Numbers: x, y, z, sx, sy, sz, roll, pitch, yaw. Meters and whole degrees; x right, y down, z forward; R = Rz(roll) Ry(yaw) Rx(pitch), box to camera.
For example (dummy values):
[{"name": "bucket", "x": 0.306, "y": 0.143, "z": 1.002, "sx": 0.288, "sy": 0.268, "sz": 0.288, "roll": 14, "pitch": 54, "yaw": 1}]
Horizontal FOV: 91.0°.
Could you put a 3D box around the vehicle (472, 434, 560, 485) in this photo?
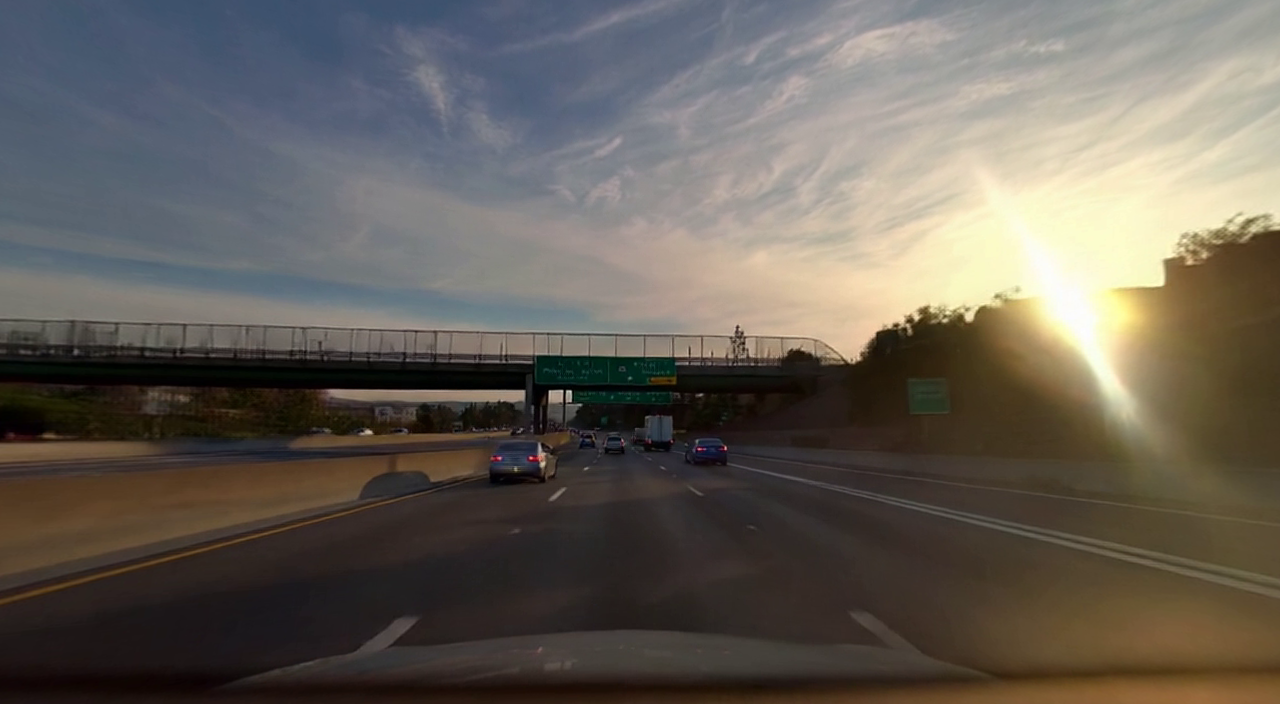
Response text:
[{"name": "vehicle", "x": -3.964, "y": 3.510, "z": 20.967, "sx": 2.064, "sy": 1.479, "sz": 4.370, "roll": 0, "pitch": -8, "yaw": 0}]

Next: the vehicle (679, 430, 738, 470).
[{"name": "vehicle", "x": 2.981, "y": 4.372, "z": 28.338, "sx": 2.001, "sy": 1.625, "sz": 4.088, "roll": 0, "pitch": -8, "yaw": -2}]
